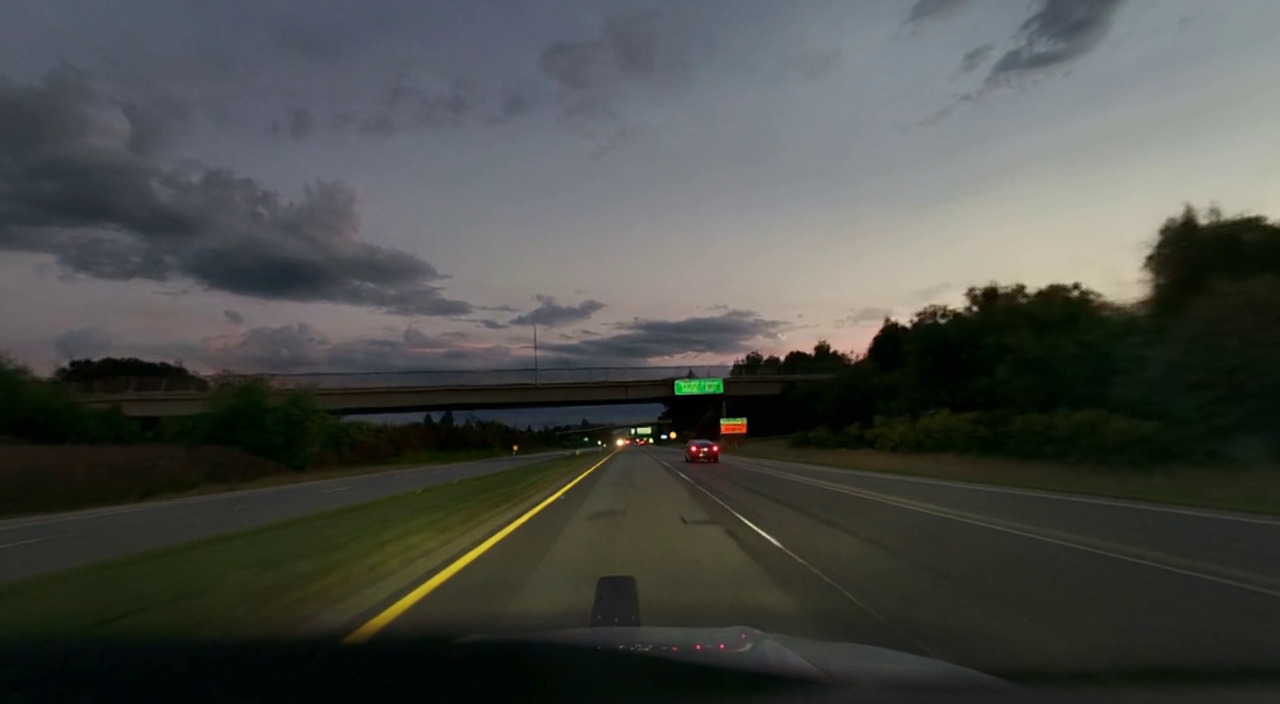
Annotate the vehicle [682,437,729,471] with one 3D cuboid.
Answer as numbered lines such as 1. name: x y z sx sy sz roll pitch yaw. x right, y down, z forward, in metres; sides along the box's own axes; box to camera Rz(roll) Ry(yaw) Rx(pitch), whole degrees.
1. vehicle: 3.069 4.851 30.144 1.781 1.470 3.540 0 -8 -2
